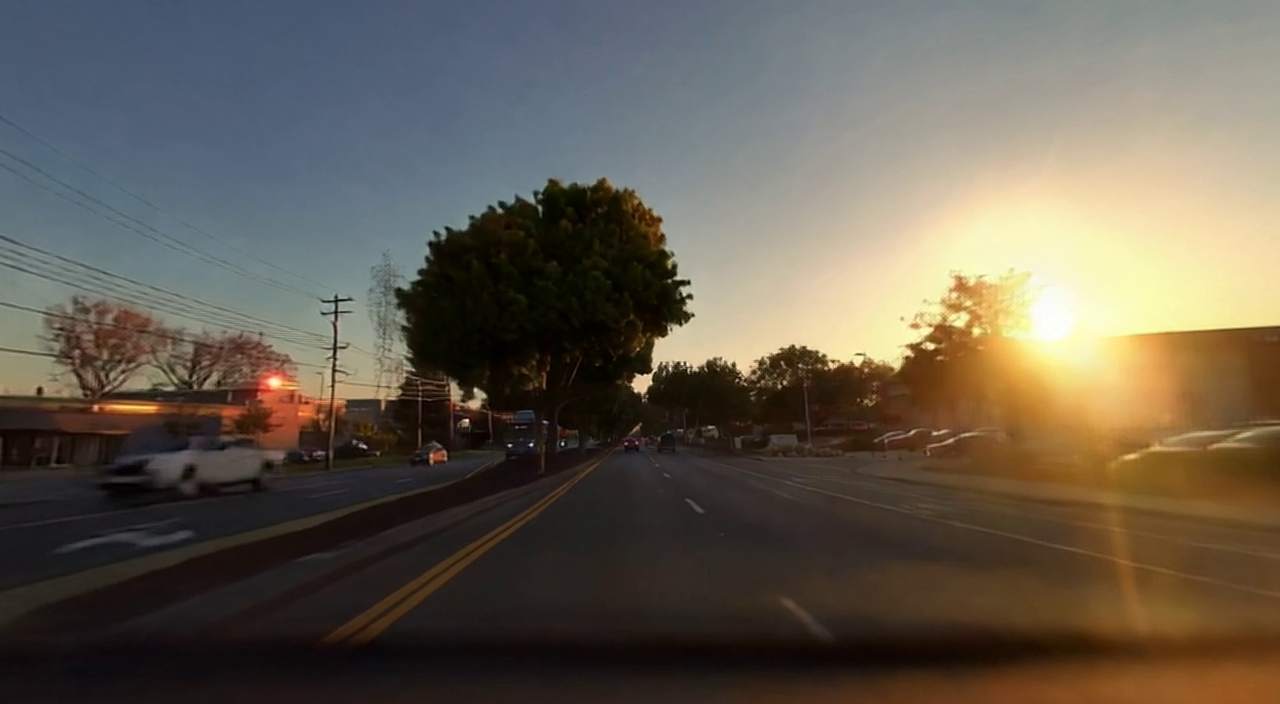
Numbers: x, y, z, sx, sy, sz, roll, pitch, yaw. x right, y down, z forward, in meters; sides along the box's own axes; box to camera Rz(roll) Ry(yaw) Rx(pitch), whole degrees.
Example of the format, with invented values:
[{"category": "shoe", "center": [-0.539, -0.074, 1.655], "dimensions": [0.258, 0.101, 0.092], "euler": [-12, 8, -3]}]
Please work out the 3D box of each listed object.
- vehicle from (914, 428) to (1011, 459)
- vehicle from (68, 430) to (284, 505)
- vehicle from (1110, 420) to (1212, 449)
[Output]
[{"category": "vehicle", "center": [17.781, 5.083, 34.974], "dimensions": [4.264, 1.428, 1.822], "euler": [-4, -9, 4]}, {"category": "vehicle", "center": [-12.760, 3.182, 17.988], "dimensions": [2.057, 1.795, 5.300], "euler": [-1, -8, 1]}, {"category": "vehicle", "center": [32.950, 5.271, 40.201], "dimensions": [2.083, 1.716, 5.134], "euler": [0, -8, 0]}]
